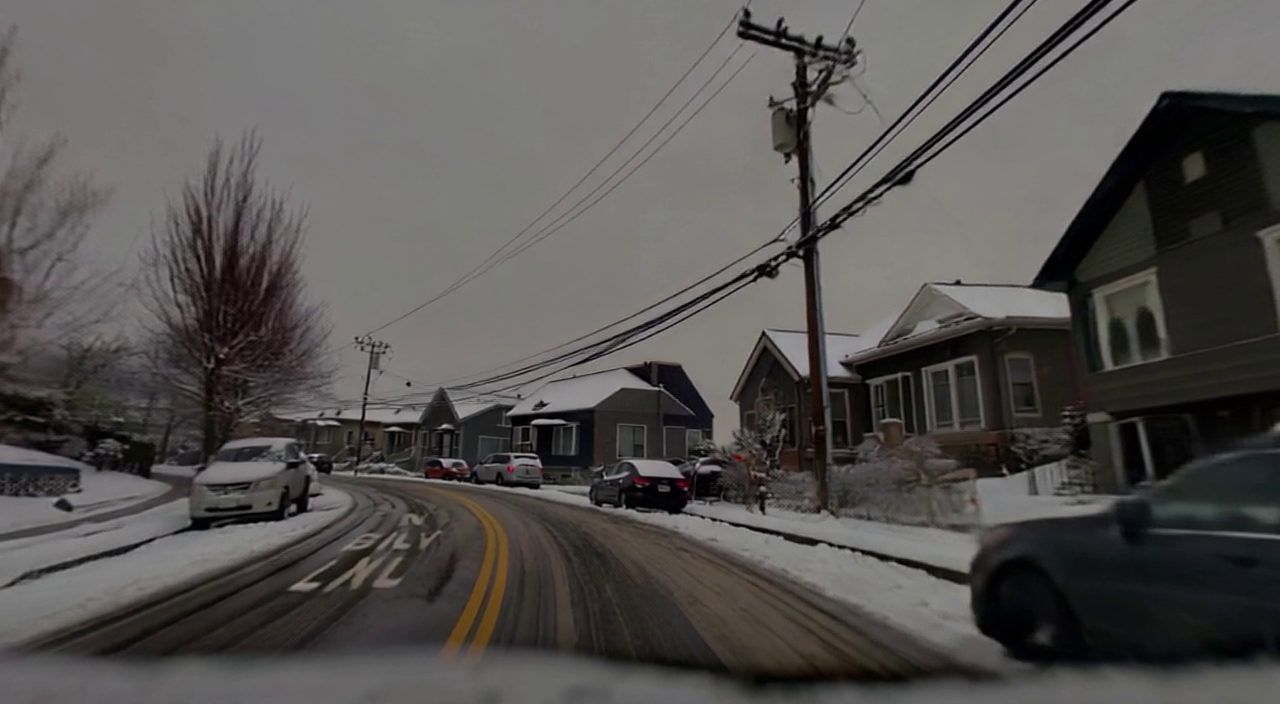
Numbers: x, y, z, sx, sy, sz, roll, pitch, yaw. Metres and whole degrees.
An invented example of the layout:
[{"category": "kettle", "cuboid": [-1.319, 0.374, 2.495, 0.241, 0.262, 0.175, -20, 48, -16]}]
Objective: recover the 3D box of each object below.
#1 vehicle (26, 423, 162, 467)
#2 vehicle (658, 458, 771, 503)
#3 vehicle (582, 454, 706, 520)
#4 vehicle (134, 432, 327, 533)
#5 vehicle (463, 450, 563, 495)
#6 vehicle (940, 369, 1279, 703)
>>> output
[{"category": "vehicle", "cuboid": [-22.923, 3.998, 26.676, 4.064, 1.569, 1.861, 9, -18, -40]}, {"category": "vehicle", "cuboid": [2.994, 5.075, 25.298, 4.163, 1.586, 2.023, 6, -10, -33]}, {"category": "vehicle", "cuboid": [-0.048, 3.812, 18.330, 1.923, 1.531, 4.568, 8, -11, -21]}, {"category": "vehicle", "cuboid": [-9.048, 2.972, 14.682, 2.378, 1.840, 5.389, 4, -11, -18]}, {"category": "vehicle", "cuboid": [-6.190, 5.713, 30.249, 2.449, 1.869, 5.504, 11, -13, -35]}, {"category": "vehicle", "cuboid": [3.489, 0.970, 2.619, 1.994, 1.682, 4.750, 3, -9, -3]}]
